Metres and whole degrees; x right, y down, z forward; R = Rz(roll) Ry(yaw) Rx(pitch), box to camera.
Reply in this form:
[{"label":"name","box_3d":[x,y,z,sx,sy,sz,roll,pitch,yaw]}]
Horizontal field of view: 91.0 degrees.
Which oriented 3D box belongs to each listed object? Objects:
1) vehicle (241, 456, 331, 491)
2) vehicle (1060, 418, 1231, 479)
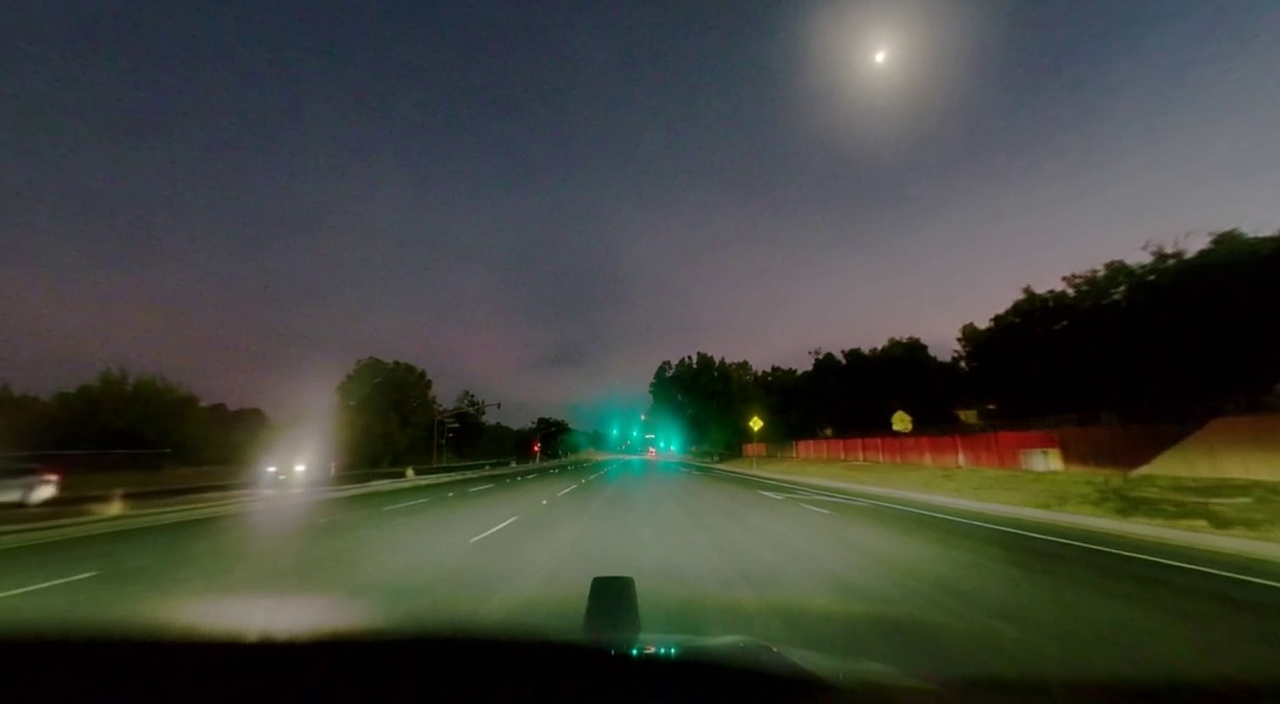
[{"label":"vehicle","box_3d":[-17.121,5.878,30.746,1.845,1.478,4.574,0,-8,-2]},{"label":"vehicle","box_3d":[16.562,3.127,21.010,1.855,1.670,4.616,-4,-6,1]}]
